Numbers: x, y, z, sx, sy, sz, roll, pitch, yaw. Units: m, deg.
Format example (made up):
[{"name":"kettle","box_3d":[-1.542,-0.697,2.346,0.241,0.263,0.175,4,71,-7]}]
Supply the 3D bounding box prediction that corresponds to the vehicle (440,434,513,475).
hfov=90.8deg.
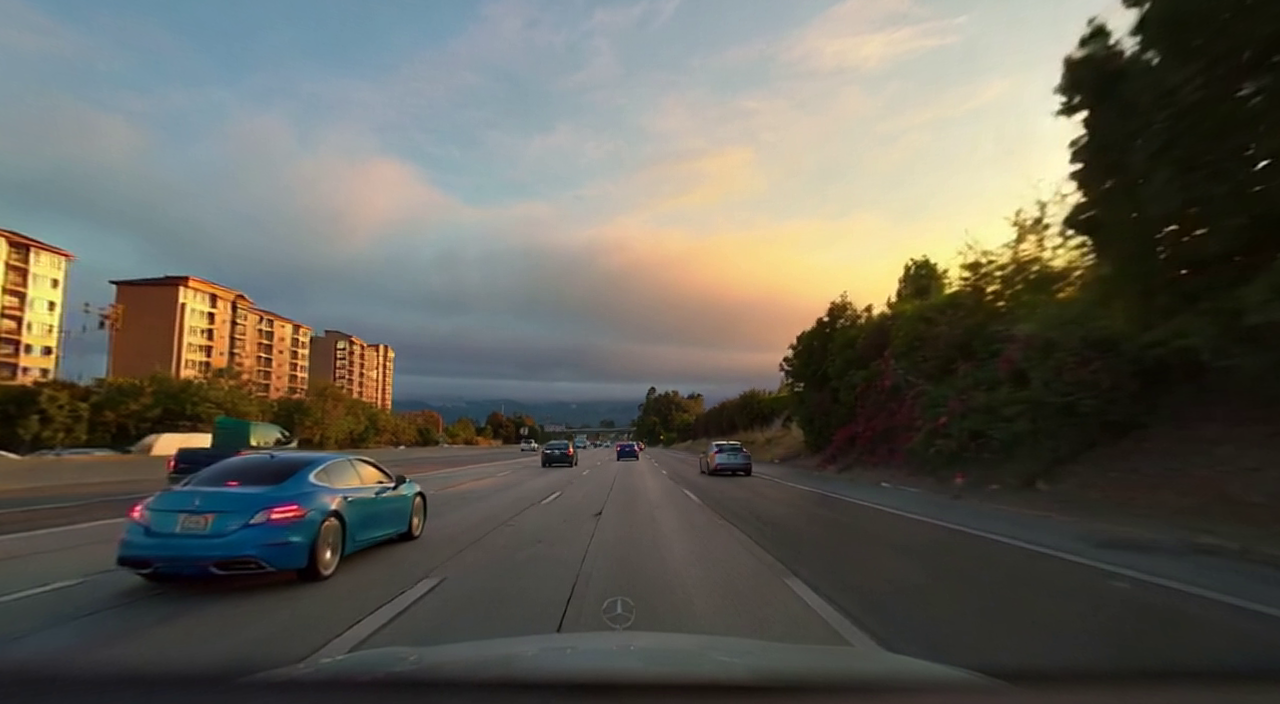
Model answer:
[{"name":"vehicle","box_3d":[-7.638,4.852,30.090,2.086,1.776,5.080,0,-8,0]}]

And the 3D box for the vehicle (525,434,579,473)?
[{"name":"vehicle","box_3d":[-4.270,5.003,31.303,2.044,1.774,4.329,0,-8,0]}]

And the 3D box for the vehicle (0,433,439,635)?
[{"name":"vehicle","box_3d":[-3.970,1.635,6.801,2.124,1.426,4.444,0,-8,0]}]

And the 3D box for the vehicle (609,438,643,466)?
[{"name":"vehicle","box_3d":[-0.865,6.340,40.205,2.053,1.650,3.945,0,-8,-1]}]

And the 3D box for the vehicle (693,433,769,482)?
[{"name":"vehicle","box_3d":[3.281,3.901,23.674,2.061,1.658,4.417,0,-8,-2]}]
